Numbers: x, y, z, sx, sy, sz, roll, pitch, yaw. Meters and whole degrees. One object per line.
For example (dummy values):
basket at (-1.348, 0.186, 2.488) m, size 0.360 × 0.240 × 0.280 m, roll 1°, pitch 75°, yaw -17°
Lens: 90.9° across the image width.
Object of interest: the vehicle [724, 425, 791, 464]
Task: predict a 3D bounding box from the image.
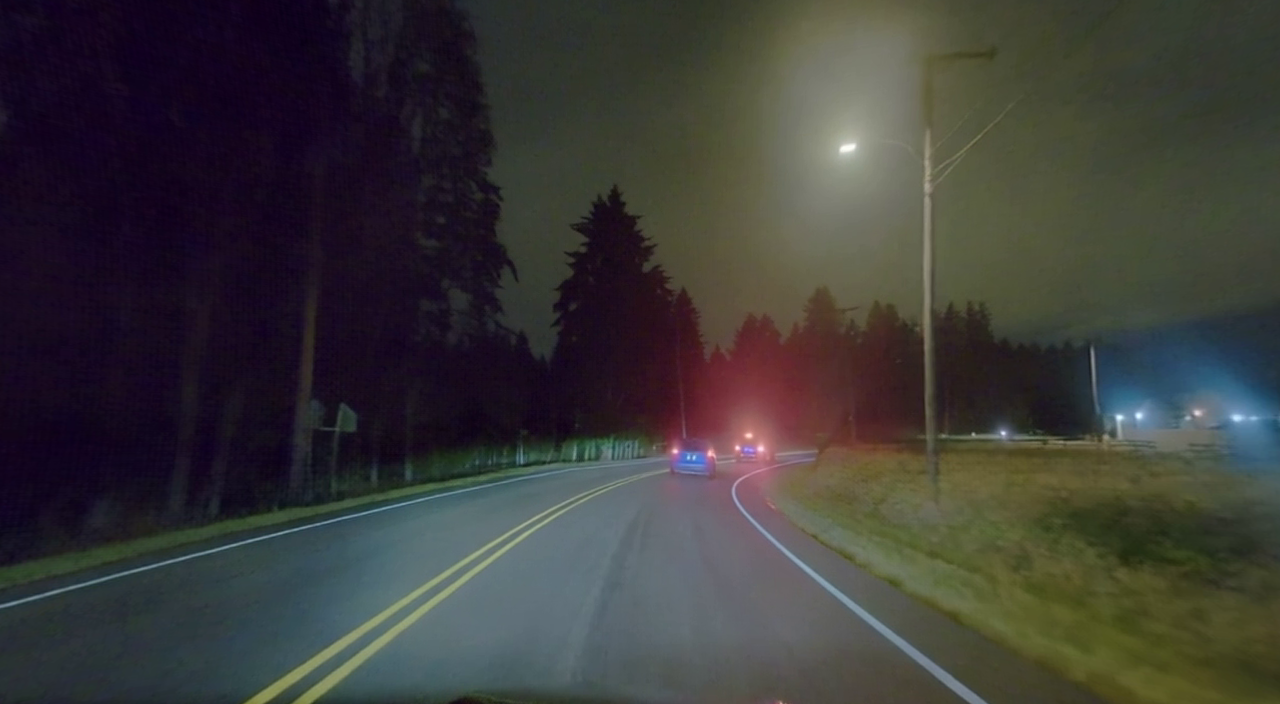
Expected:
vehicle at (7.297, 5.665, 38.503) m, size 2.376 × 2.145 × 5.953 m, roll -4°, pitch -9°, yaw 27°

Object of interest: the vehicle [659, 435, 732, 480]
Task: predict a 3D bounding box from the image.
vehicle at (2.234, 4.025, 24.340) m, size 2.157 × 1.565 × 4.243 m, roll -2°, pitch -9°, yaw 14°
